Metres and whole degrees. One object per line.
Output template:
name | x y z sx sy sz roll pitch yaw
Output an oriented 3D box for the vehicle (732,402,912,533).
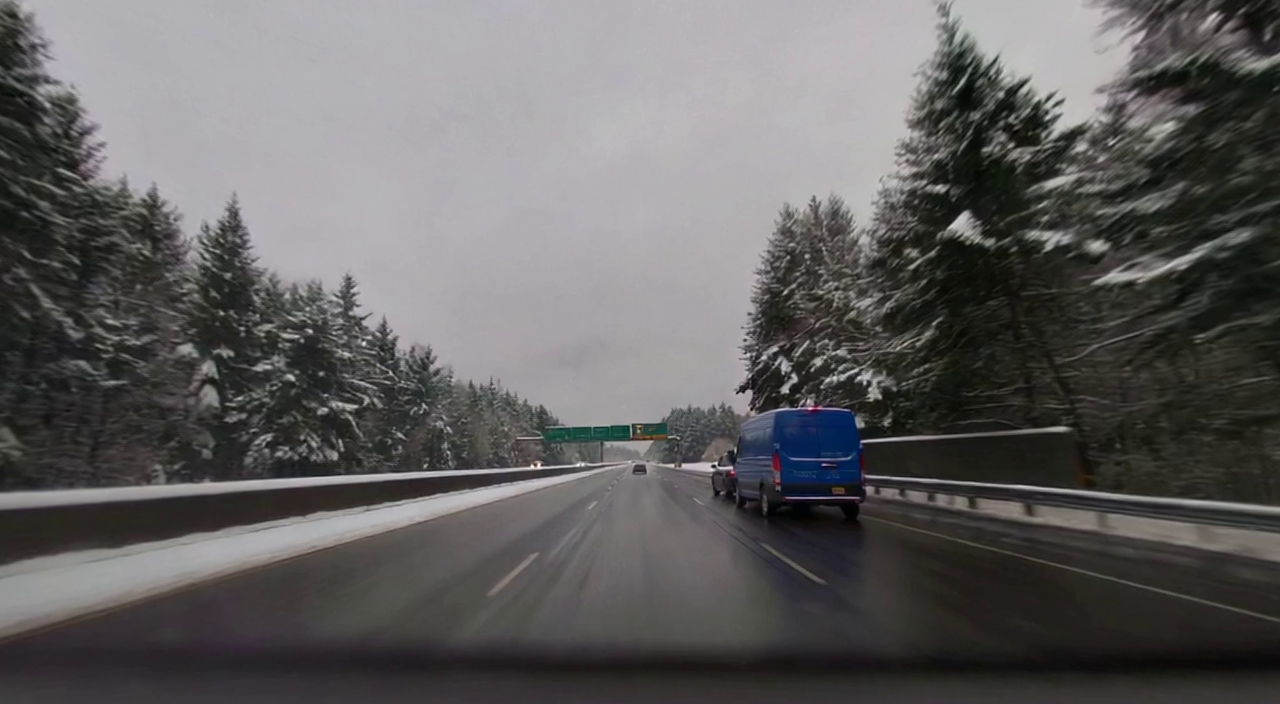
vehicle | 4.330 3.039 16.725 2.737 2.711 6.687 1 -10 0
